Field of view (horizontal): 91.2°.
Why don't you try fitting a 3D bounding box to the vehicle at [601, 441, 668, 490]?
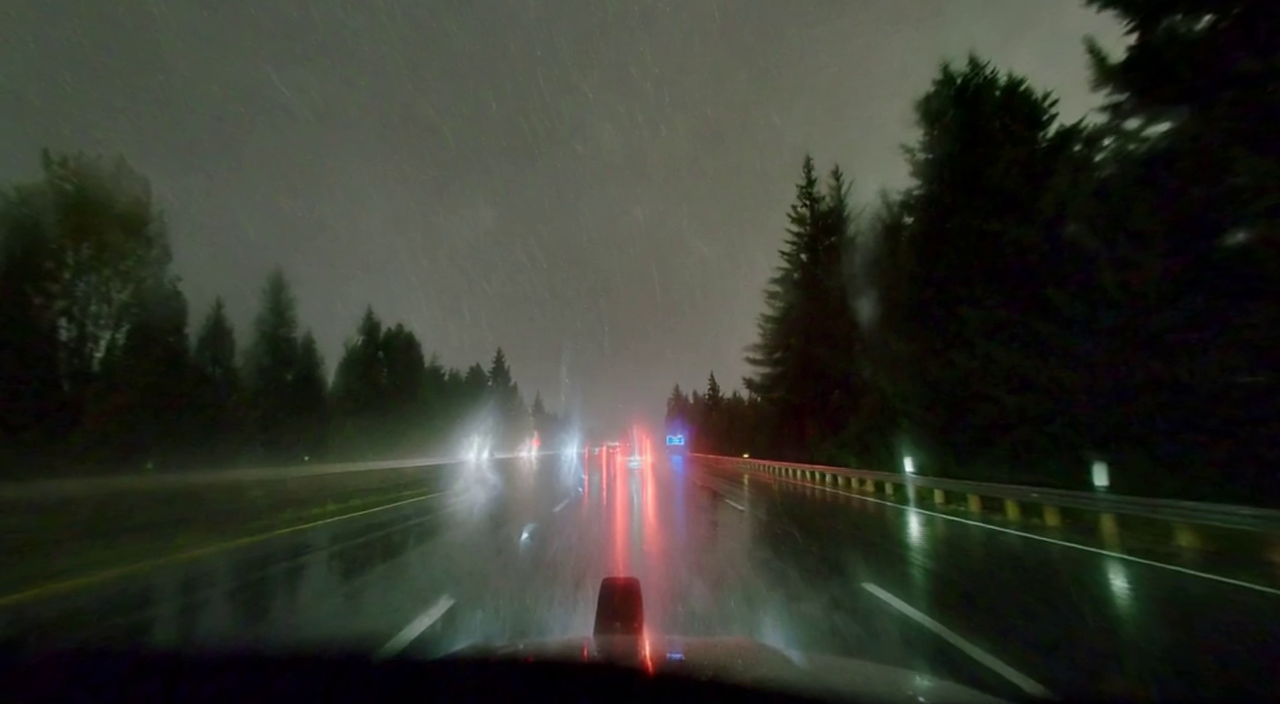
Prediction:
[{"bbox_3d":[-0.207,3.850,21.466,2.066,1.490,3.759,0,-9,-1],"label":"vehicle"}]
